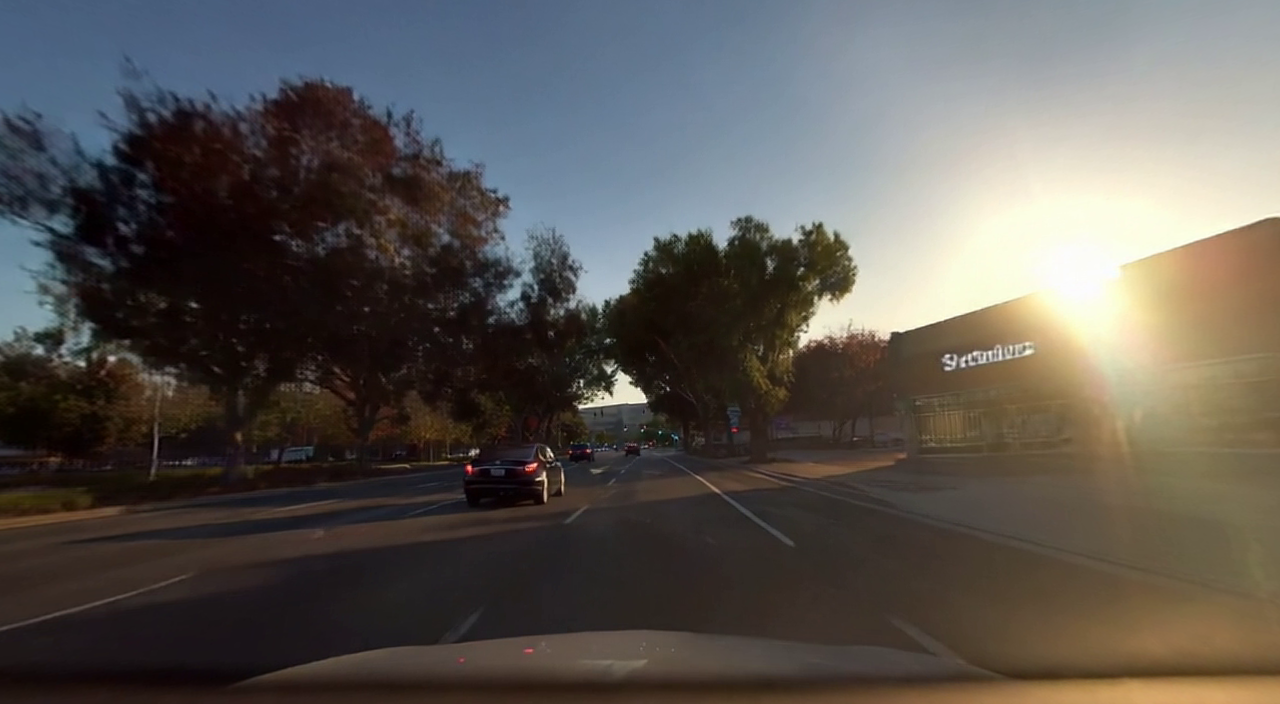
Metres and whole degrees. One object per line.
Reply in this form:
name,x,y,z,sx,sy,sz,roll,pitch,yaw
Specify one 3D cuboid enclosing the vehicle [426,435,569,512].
vehicle,-3.031,2.698,14.487,2.152,1.479,4.394,0,-9,1
